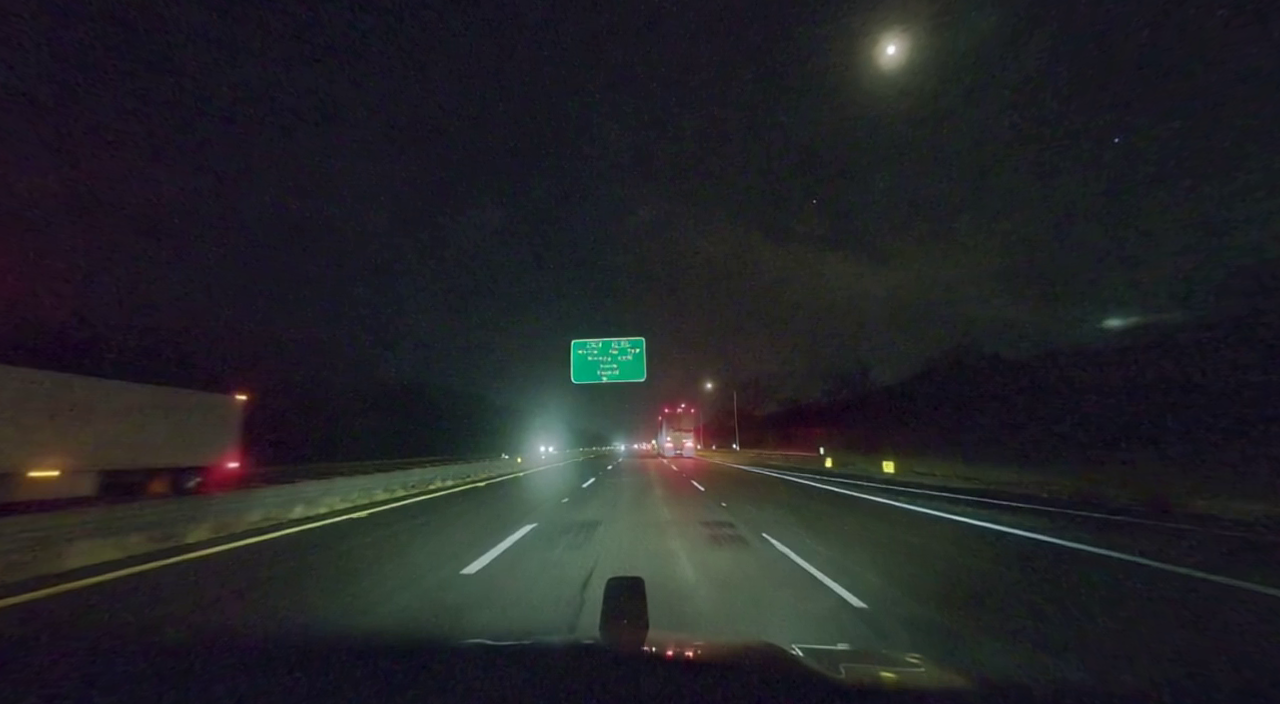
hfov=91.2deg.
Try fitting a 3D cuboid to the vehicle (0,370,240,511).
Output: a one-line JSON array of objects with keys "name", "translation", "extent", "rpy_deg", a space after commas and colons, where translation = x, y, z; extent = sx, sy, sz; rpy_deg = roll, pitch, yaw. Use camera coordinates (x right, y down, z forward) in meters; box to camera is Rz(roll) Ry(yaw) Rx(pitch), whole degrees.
[{"name": "vehicle", "translation": [-18.878, 3.197, 22.604], "extent": [2.976, 4.034, 8.952], "rpy_deg": [0, -9, 0]}]
